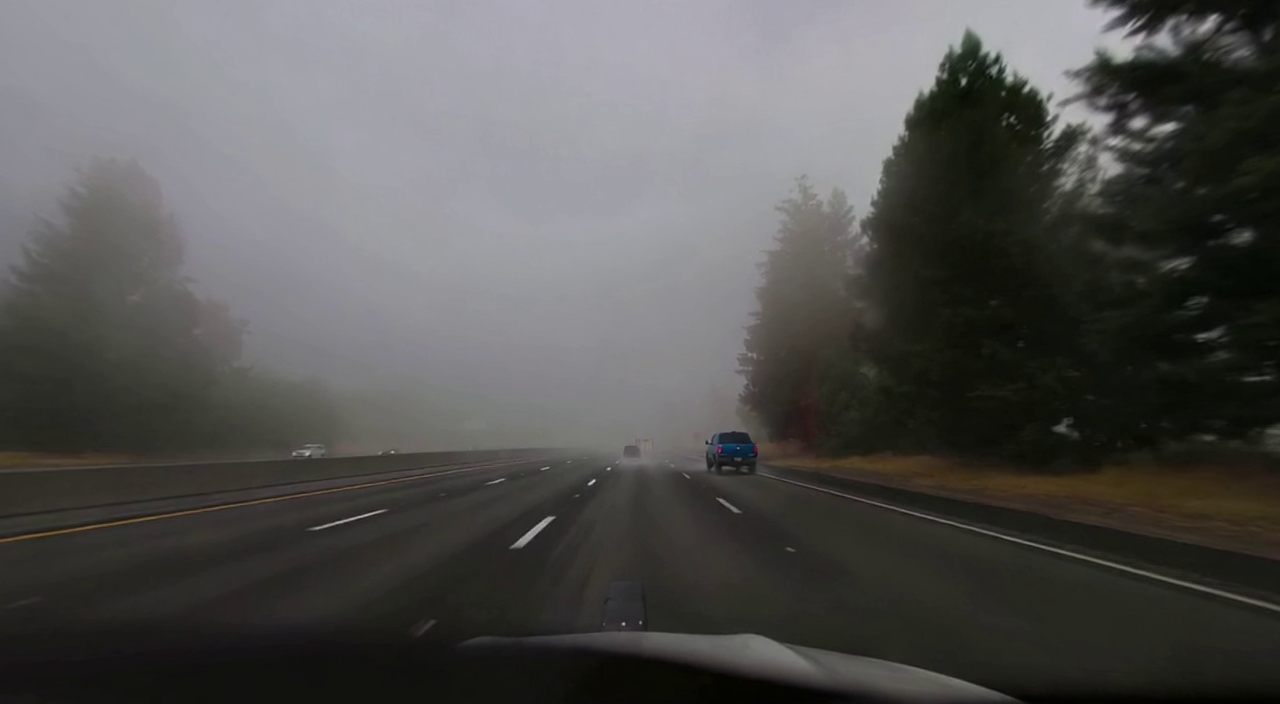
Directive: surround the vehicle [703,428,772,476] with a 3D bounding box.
[{"bbox_3d":[4.248,4.462,28.300,2.172,1.930,4.879,0,-8,-1],"label":"vehicle"}]
